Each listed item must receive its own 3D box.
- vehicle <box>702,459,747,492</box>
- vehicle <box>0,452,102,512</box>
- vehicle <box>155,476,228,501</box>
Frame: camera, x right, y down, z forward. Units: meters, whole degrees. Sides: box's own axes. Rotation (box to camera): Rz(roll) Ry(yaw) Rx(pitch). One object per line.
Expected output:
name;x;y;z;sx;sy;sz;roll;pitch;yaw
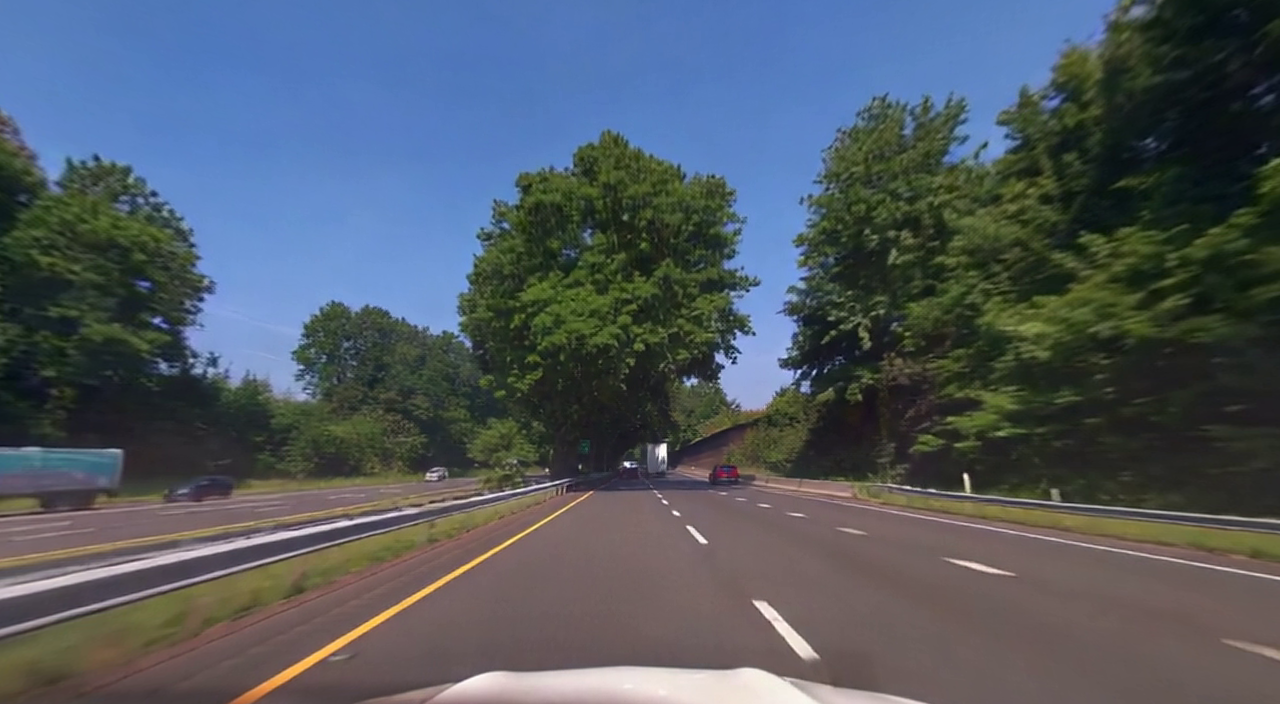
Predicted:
vehicle;4.927;7.321;37.374;1.998;1.776;4.663;1;-11;-1
vehicle;-44.179;8.833;42.941;2.876;3.964;14.769;1;-11;-4
vehicle;-27.485;8.364;38.767;1.722;1.434;3.692;1;-11;0
